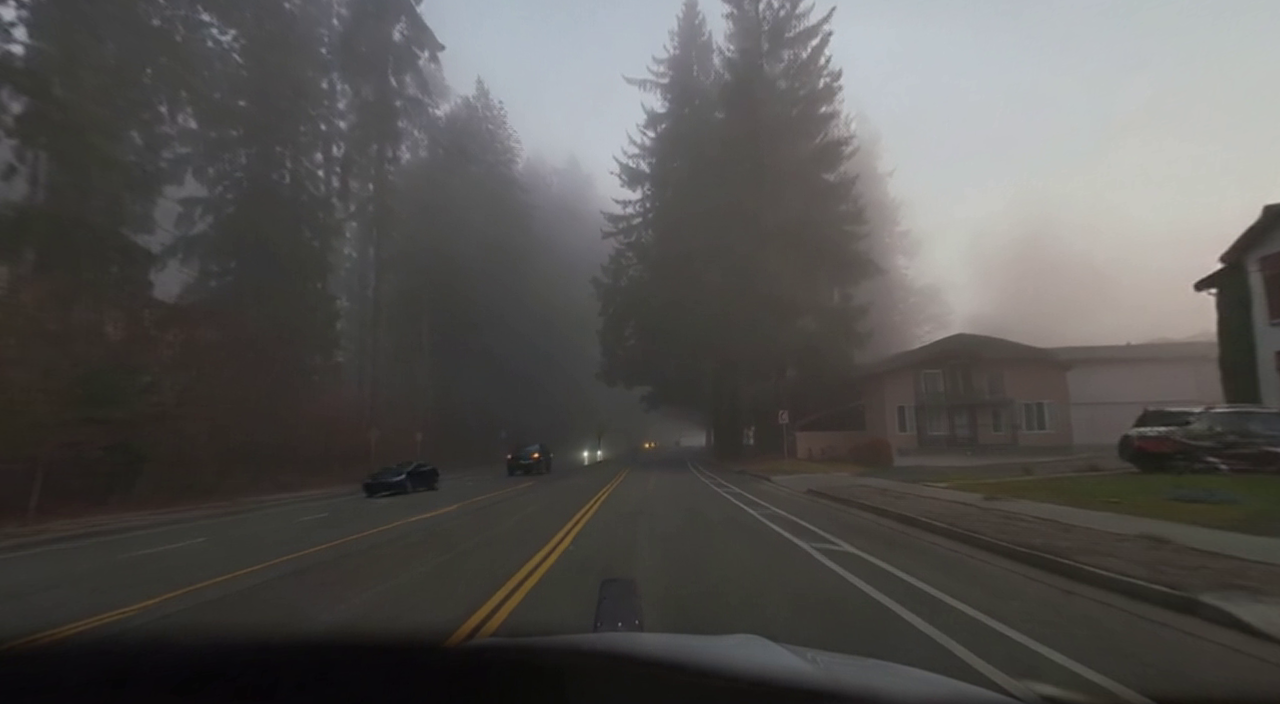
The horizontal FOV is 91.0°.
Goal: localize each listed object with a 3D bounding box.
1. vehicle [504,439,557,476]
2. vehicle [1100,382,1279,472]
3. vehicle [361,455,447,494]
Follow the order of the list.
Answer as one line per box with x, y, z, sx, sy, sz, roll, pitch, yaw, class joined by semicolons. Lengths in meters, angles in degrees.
-6.045;5.870;35.264;2.063;1.859;4.812;0;-8;1;vehicle
14.133;1.823;15.276;1.968;1.835;5.277;-1;-7;1;vehicle
-9.953;5.169;26.921;1.865;1.441;4.422;0;-8;1;vehicle
